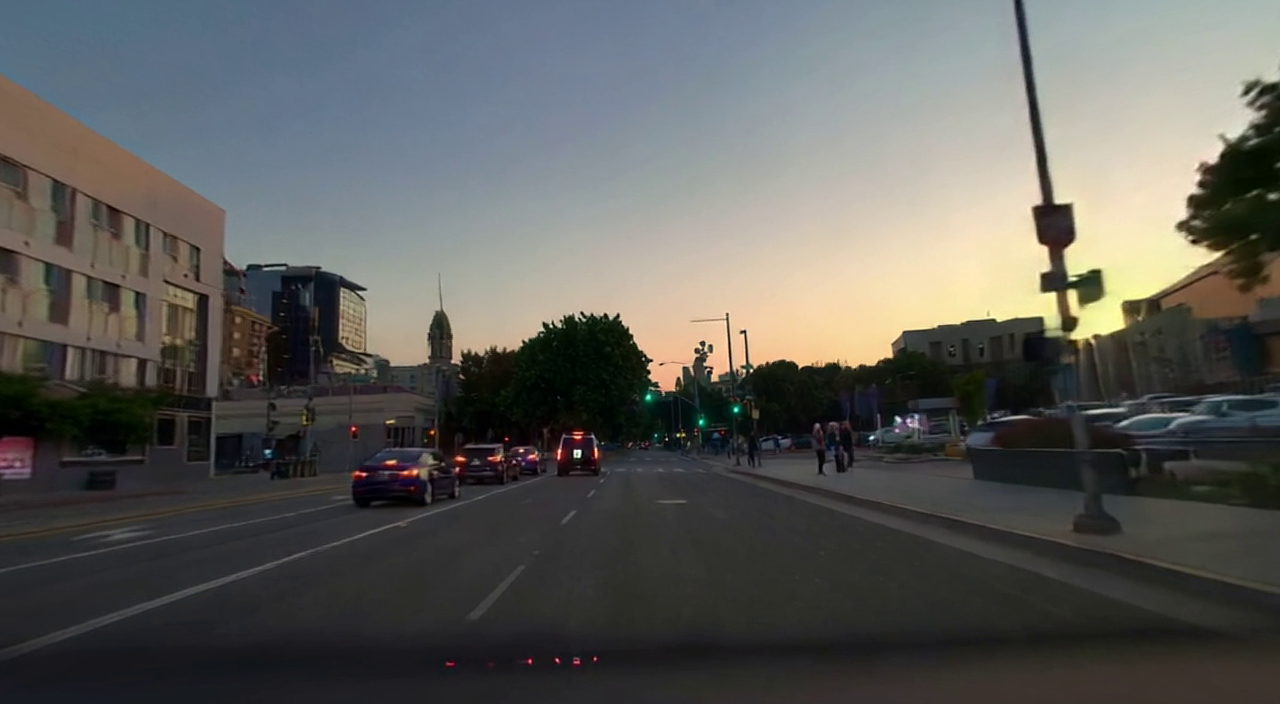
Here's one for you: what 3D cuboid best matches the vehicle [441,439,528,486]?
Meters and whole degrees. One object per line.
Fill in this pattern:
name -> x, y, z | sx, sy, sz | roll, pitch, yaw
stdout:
vehicle -> -5.973, 4.306, 24.922 | 2.228, 1.652, 4.593 | 0, -8, 0

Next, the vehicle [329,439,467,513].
vehicle -> -5.698, 2.927, 15.388 | 1.889, 1.572, 3.599 | 0, -8, 0

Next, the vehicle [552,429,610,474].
vehicle -> -2.991, 5.245, 33.386 | 2.496, 2.155, 5.468 | 0, -8, 0

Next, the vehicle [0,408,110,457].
vehicle -> -25.624, 3.518, 27.450 | 3.572, 2.012, 1.872 | -1, -8, 6
